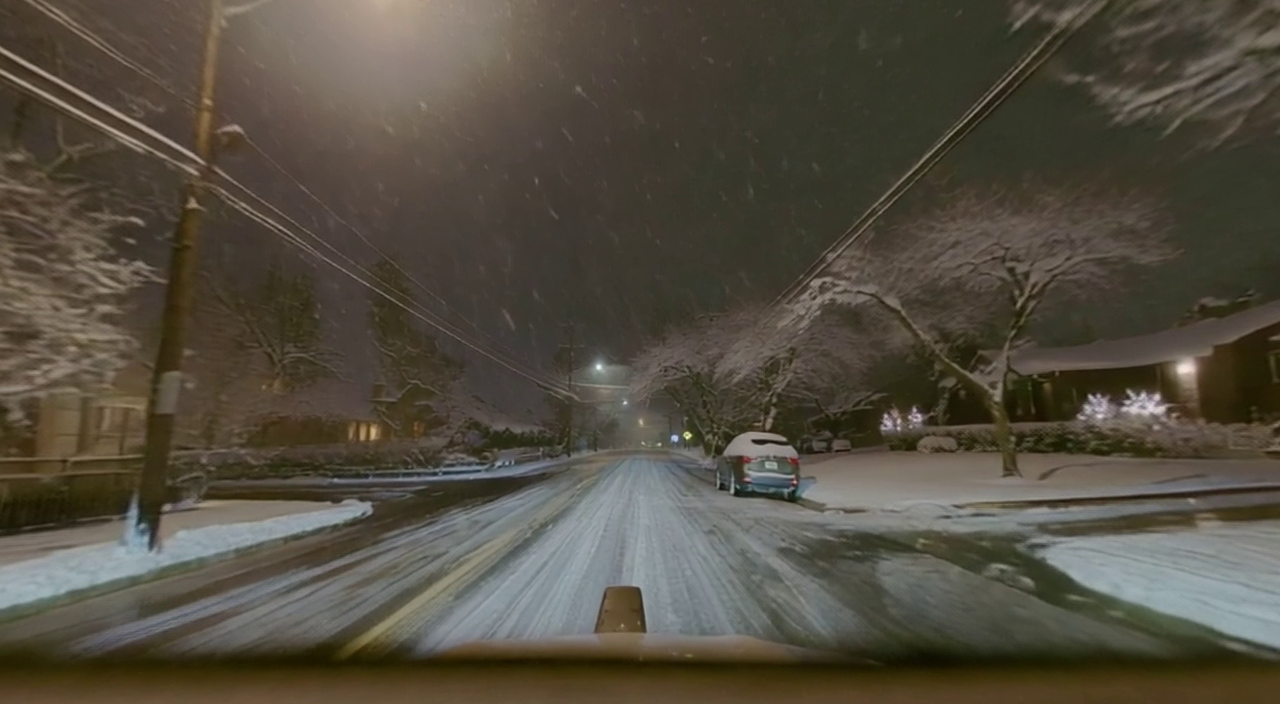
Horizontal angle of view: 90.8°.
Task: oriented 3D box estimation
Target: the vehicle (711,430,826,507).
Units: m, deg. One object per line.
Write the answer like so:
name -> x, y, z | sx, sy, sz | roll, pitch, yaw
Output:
vehicle -> 3.206, 3.015, 16.762 | 2.086, 1.726, 4.384 | -1, -9, 0
